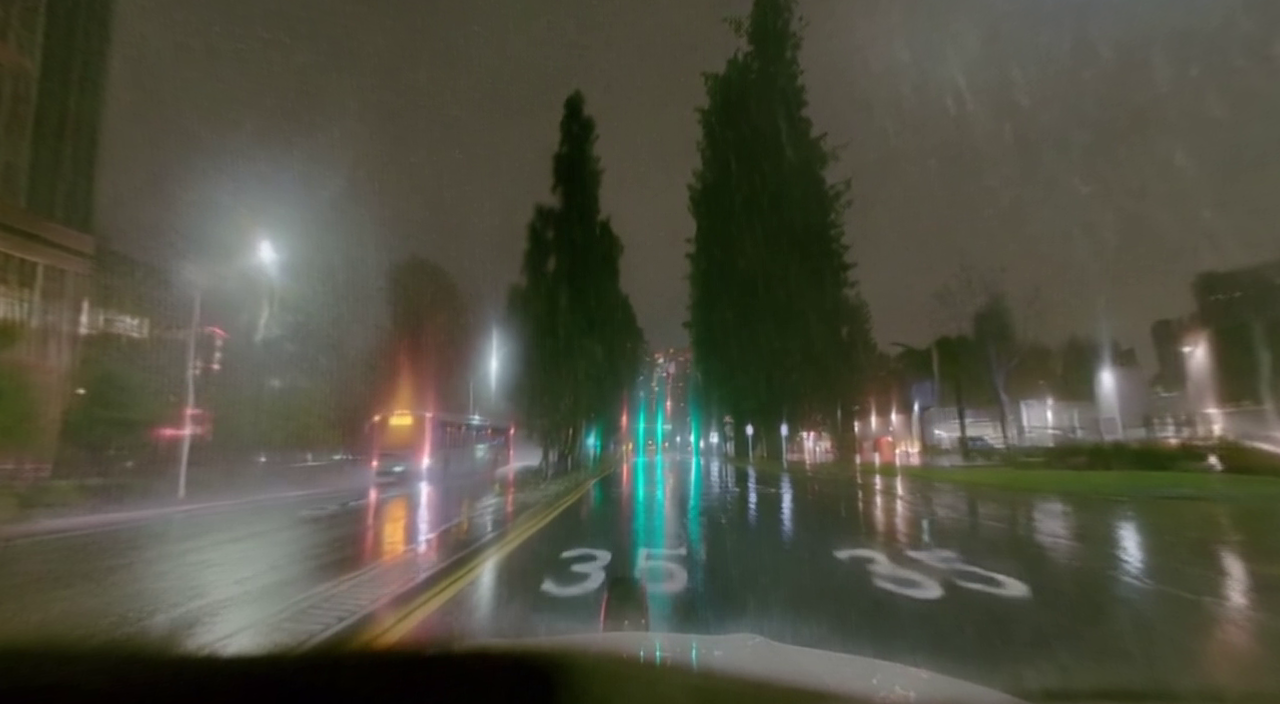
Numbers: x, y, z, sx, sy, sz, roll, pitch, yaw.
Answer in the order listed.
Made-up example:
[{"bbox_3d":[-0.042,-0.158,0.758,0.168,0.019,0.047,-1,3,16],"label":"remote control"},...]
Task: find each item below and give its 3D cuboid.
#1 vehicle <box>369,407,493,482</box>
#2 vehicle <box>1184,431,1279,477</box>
[{"bbox_3d":[-10.776,5.000,34.038,3.052,3.397,10.003,0,-8,1],"label":"vehicle"},{"bbox_3d":[21.080,3.344,20.753,4.404,1.440,1.900,-1,-8,3],"label":"vehicle"}]
